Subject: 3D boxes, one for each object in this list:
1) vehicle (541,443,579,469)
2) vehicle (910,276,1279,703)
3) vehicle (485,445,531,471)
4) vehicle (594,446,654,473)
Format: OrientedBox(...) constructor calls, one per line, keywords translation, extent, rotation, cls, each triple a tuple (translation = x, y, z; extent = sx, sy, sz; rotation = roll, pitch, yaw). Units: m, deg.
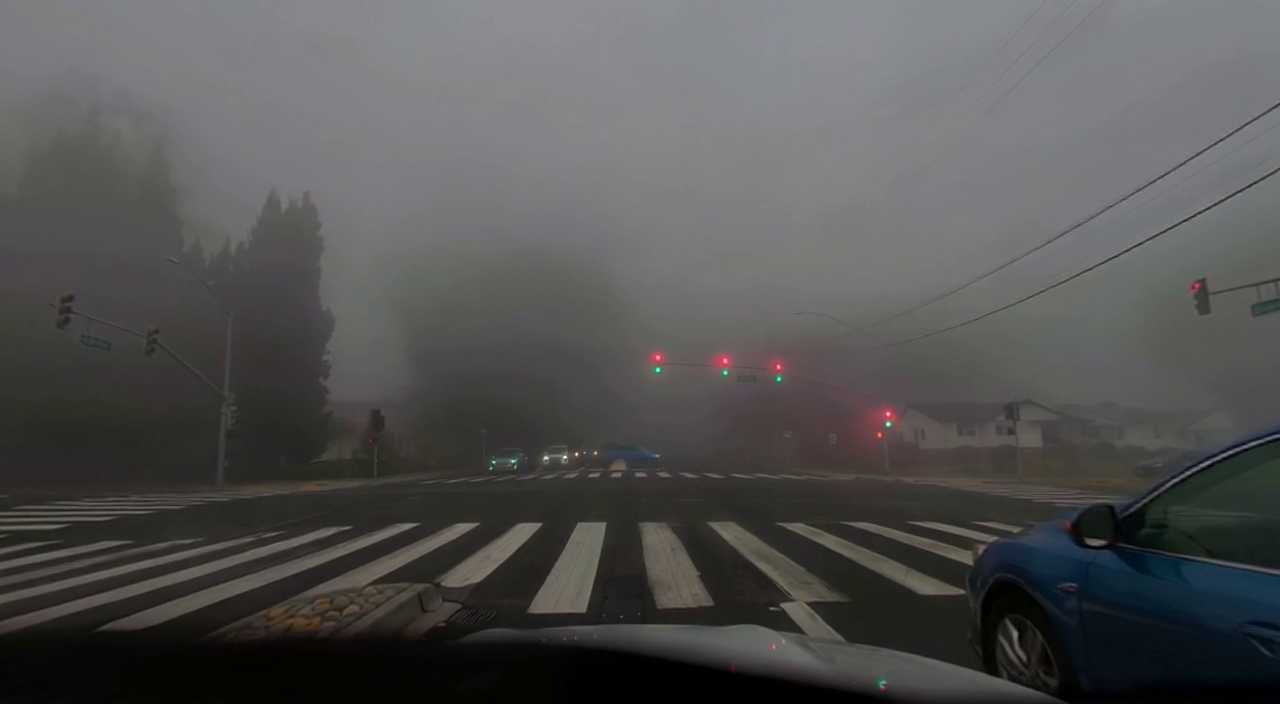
OrientedBox(translation=(-5.507, 7.224, 43.943), extent=(2.091, 1.707, 4.157), rotation=(0, -9, 0), cls="vehicle")
OrientedBox(translation=(2.710, 0.673, 1.376), extent=(2.085, 1.800, 4.908), rotation=(0, -9, 0), cls="vehicle")
OrientedBox(translation=(-8.913, 7.187, 43.192), extent=(2.028, 1.654, 5.027), rotation=(0, -9, 0), cls="vehicle")
OrientedBox(translation=(-0.996, 6.372, 37.754), extent=(2.046, 1.491, 4.118), rotation=(4, -10, -26), cls="vehicle")
